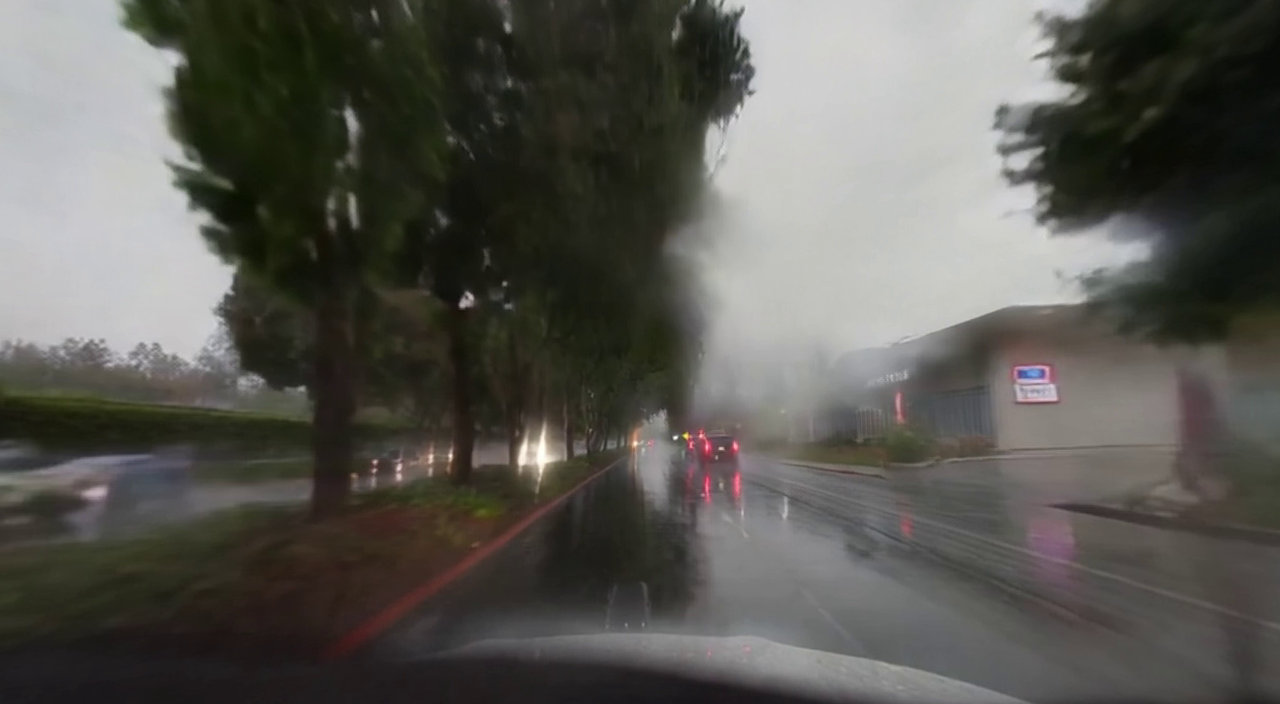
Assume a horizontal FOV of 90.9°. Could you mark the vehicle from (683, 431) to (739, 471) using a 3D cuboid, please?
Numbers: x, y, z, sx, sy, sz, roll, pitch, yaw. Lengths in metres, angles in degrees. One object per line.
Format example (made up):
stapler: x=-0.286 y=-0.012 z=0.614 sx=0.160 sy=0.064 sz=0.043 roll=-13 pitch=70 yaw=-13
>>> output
vehicle: x=3.367 y=4.793 z=30.645 sx=2.143 sy=1.759 sz=4.378 roll=0 pitch=-8 yaw=-1

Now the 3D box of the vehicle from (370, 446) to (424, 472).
vehicle: x=-16.201 y=7.148 z=42.315 sx=1.848 sy=1.641 sz=4.644 roll=0 pitch=-8 yaw=-1
